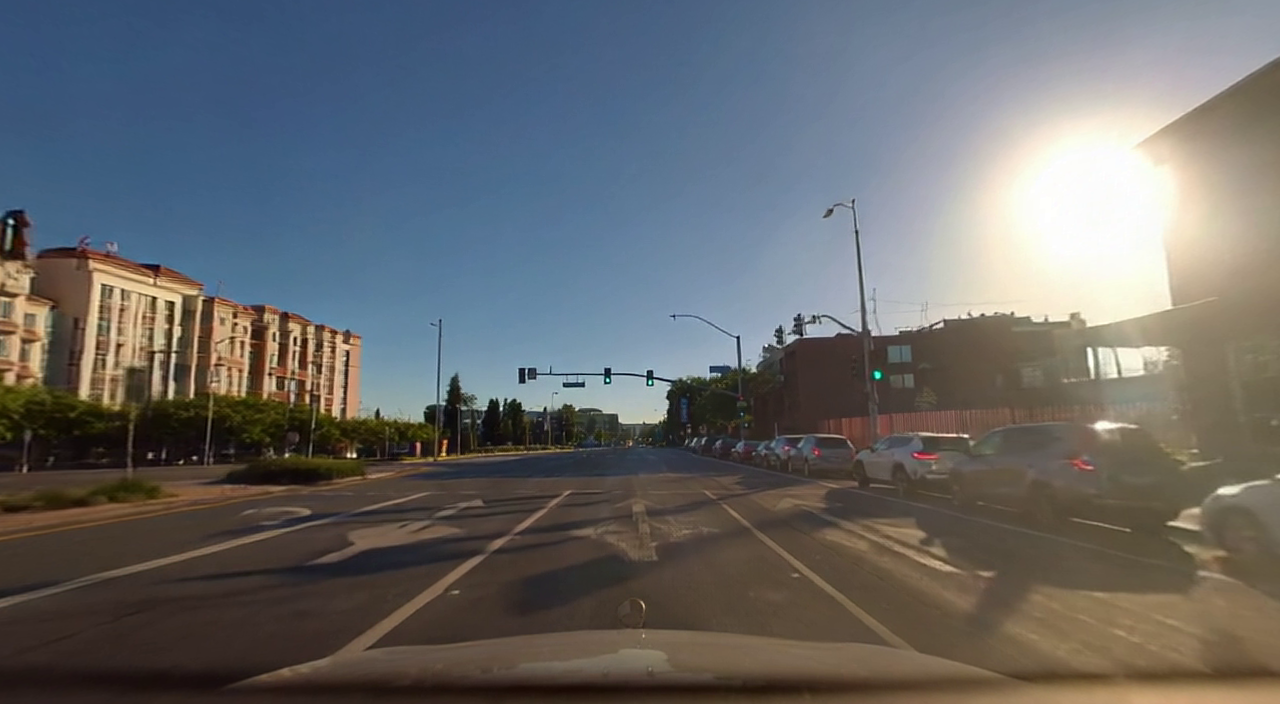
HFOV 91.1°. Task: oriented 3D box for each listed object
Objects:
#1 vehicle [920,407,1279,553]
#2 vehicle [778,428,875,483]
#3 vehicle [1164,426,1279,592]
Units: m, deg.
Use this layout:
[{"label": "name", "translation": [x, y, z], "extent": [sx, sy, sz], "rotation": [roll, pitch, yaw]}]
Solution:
[{"label": "vehicle", "translation": [6.700, 1.924, 10.155], "extent": [1.978, 1.728, 5.129], "rotation": [0, -9, 0]}, {"label": "vehicle", "translation": [6.641, 3.759, 23.000], "extent": [1.984, 1.751, 4.759], "rotation": [0, -9, -1]}, {"label": "vehicle", "translation": [6.712, 1.262, 4.605], "extent": [1.880, 1.483, 4.510], "rotation": [0, -9, 1]}]
